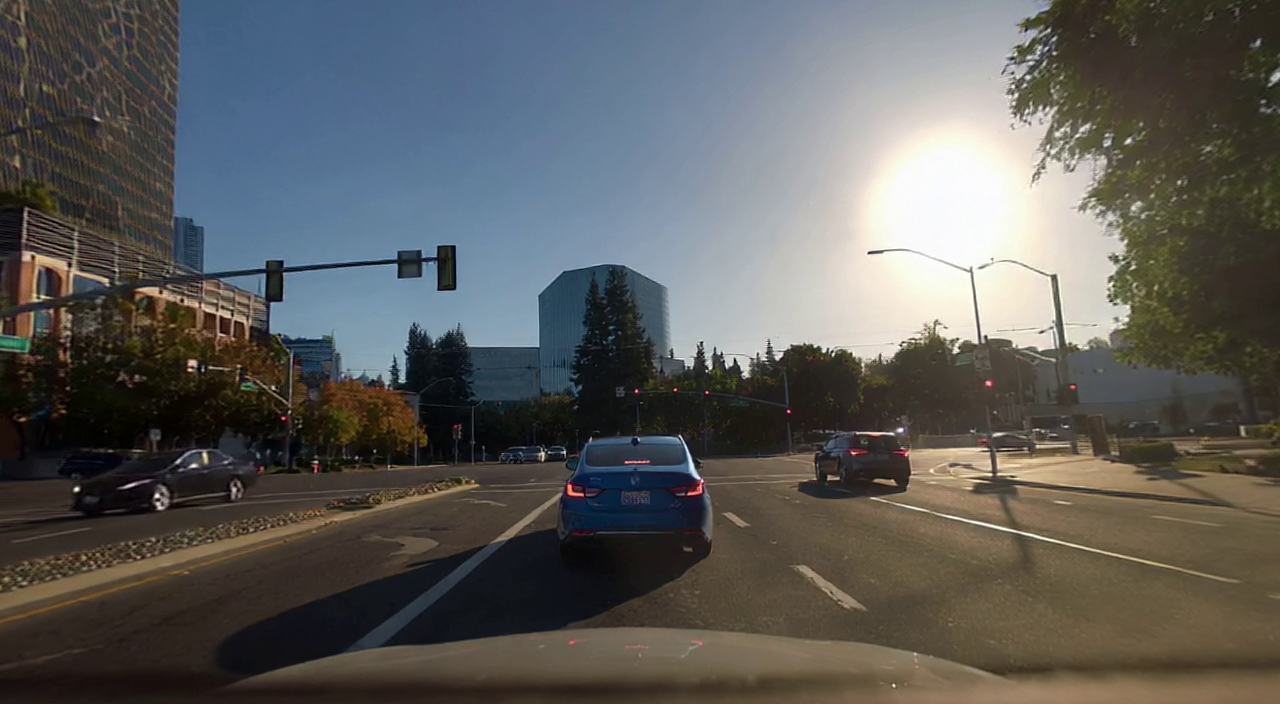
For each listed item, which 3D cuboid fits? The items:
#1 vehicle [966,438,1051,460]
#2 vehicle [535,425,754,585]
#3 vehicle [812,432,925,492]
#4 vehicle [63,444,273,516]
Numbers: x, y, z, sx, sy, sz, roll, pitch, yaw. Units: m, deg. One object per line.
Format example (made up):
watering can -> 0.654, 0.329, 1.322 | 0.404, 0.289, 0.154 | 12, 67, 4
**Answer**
vehicle -> 25.503, 6.720, 43.829 | 4.563, 1.454, 2.056 | 0, -8, -2
vehicle -> -0.017, 1.764, 8.149 | 2.070, 1.488, 4.206 | 0, -8, -2
vehicle -> 7.061, 3.434, 20.072 | 2.039, 1.692, 4.319 | 0, -8, 1
vehicle -> -12.740, 3.431, 17.565 | 2.097, 1.710, 4.649 | -1, -9, 3
